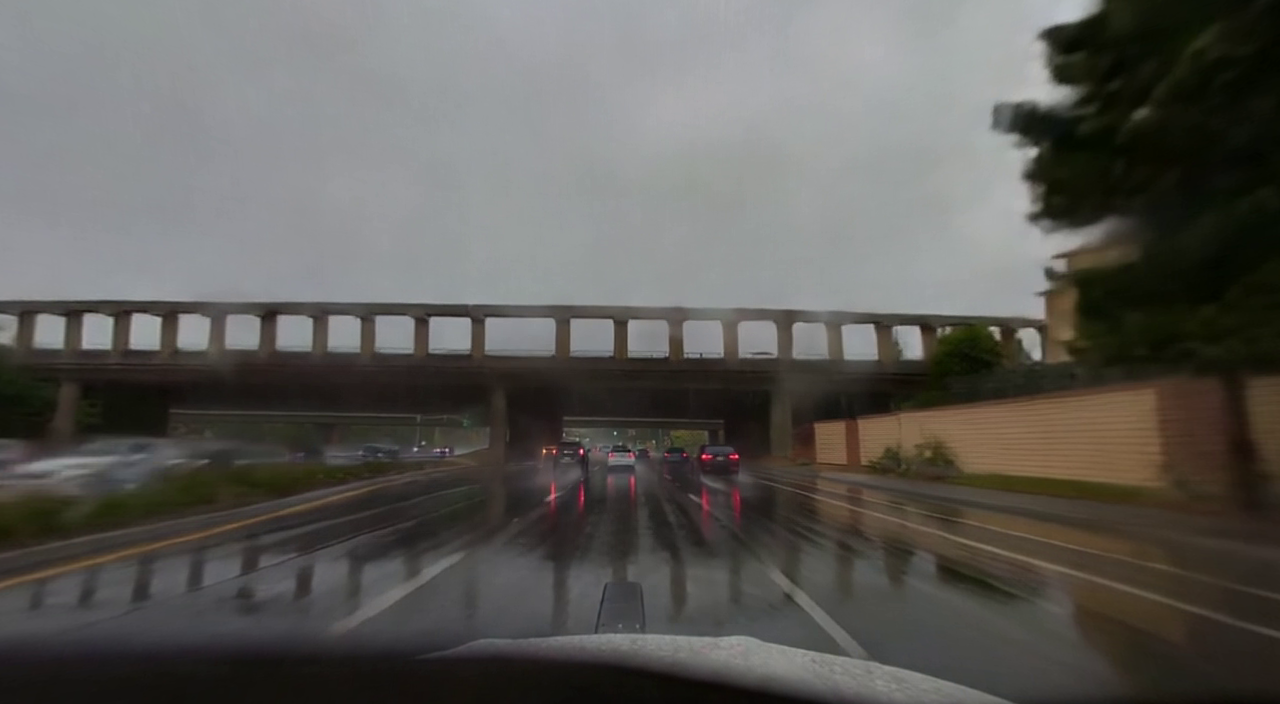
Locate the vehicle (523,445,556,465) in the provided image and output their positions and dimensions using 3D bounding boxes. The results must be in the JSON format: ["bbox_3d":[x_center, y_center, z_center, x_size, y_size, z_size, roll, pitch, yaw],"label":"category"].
[{"bbox_3d":[-7.754,7.973,49.135,2.007,1.519,4.366,0,-8,-3],"label":"vehicle"}]
